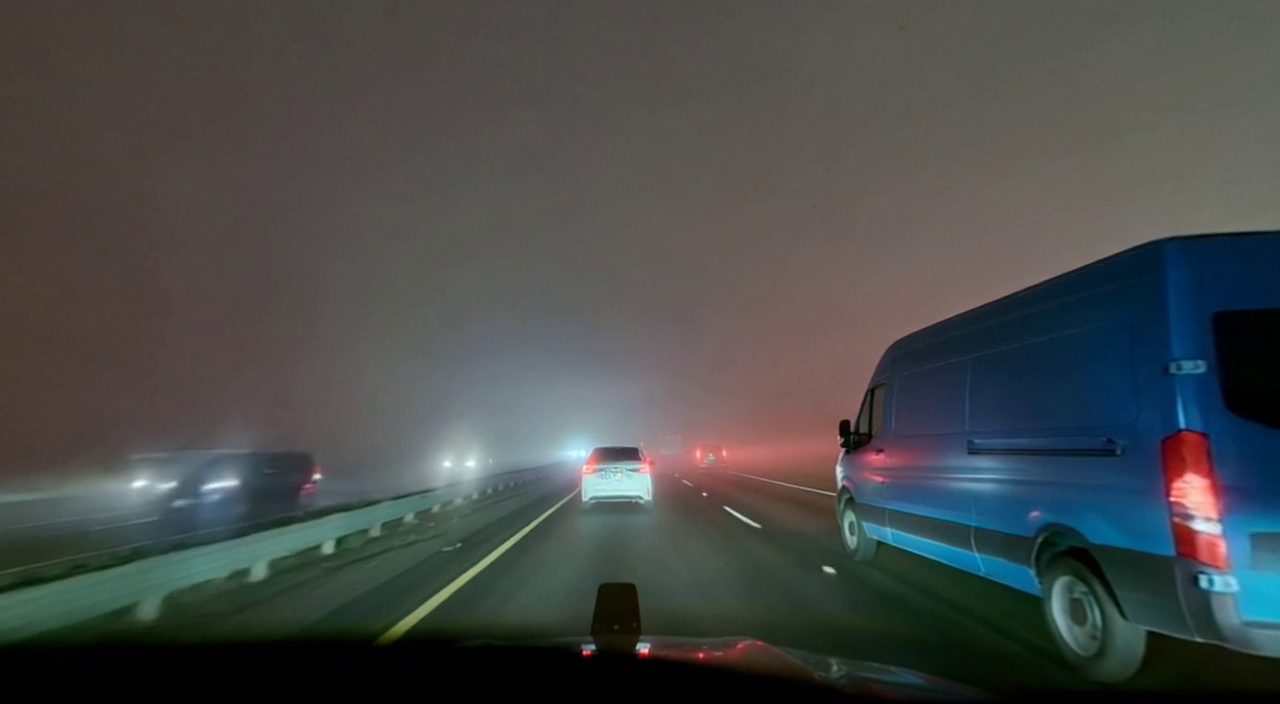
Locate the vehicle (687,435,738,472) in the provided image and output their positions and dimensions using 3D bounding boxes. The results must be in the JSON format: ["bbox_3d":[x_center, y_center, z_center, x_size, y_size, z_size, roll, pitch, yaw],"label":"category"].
[{"bbox_3d":[4.069,5.848,36.135,2.261,1.952,4.784,0,-9,-1],"label":"vehicle"}]

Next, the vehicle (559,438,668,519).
[{"bbox_3d":[-0.518,2.662,13.642,2.029,1.483,3.769,0,-9,0],"label":"vehicle"}]

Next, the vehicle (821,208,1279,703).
[{"bbox_3d":[3.785,0.956,5.699,2.399,2.421,5.829,0,-9,-1],"label":"vehicle"}]

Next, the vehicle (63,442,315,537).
[{"bbox_3d":[-8.809,2.675,12.858,1.984,1.571,4.292,0,-9,-1],"label":"vehicle"}]

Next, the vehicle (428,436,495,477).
[{"bbox_3d":[-9.107,5.373,32.389,2.106,1.959,4.715,0,-9,-1],"label":"vehicle"}]
